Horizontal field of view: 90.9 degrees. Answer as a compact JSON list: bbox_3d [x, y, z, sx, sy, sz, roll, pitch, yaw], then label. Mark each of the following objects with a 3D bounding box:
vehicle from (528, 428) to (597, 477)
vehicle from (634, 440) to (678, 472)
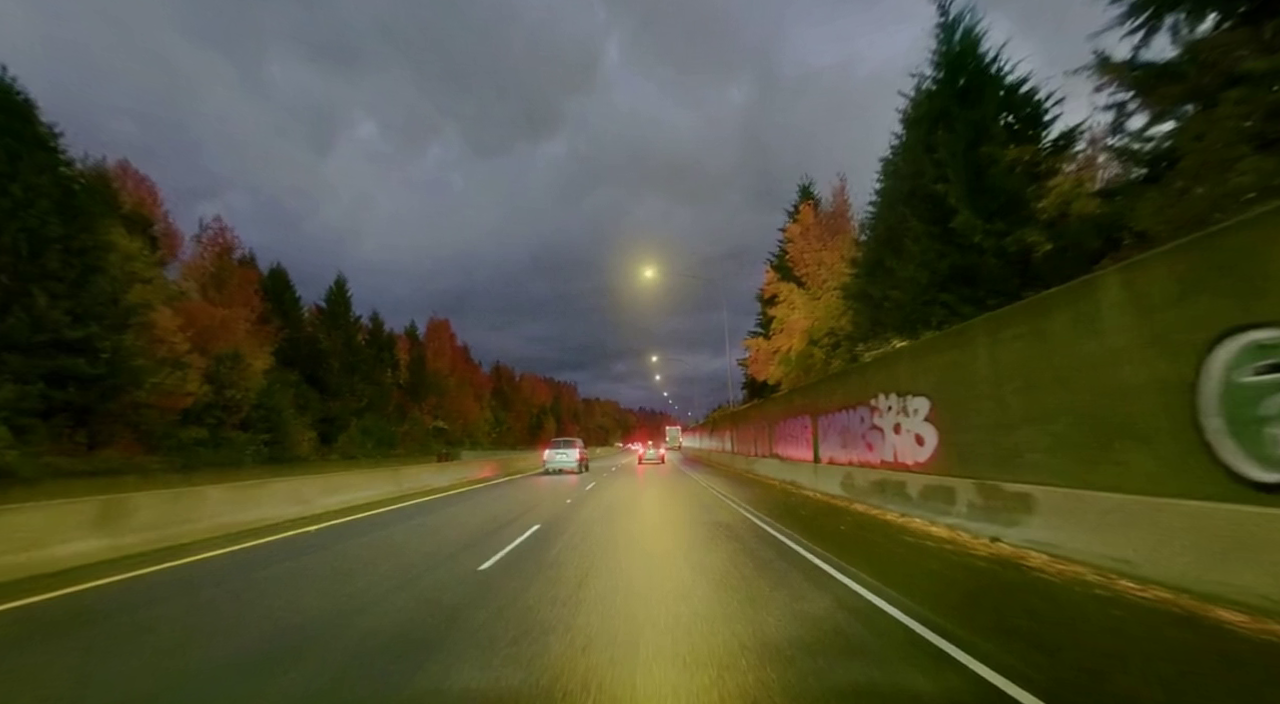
[{"bbox_3d":[-3.307,4.425,27.989,2.199,1.973,5.078,0,-8,2],"label":"vehicle"},{"bbox_3d":[0.757,5.184,31.654,2.071,1.487,3.948,0,-8,1],"label":"vehicle"}]
